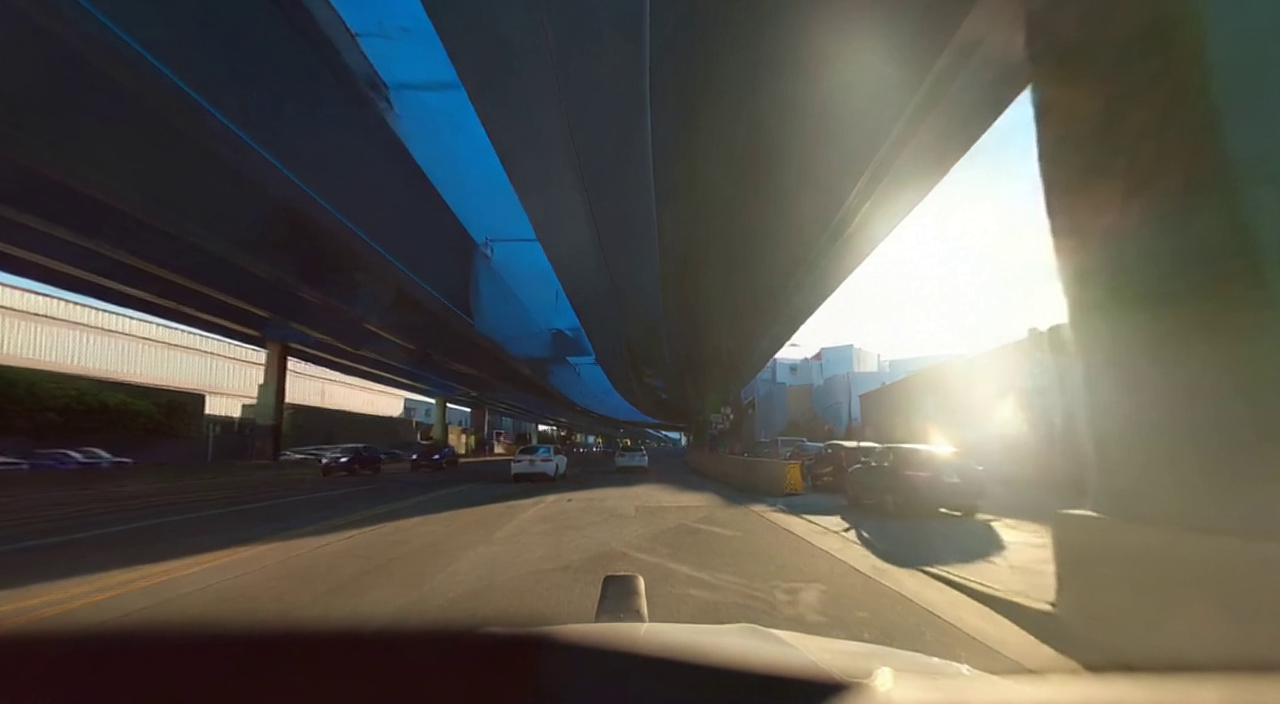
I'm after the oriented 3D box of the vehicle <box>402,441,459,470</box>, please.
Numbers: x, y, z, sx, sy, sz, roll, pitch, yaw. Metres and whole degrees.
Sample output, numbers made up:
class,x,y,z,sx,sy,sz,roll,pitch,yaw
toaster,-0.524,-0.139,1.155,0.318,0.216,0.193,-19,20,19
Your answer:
class,x,y,z,sx,sy,sz,roll,pitch,yaw
vehicle,-13.878,6.866,42.137,2.069,1.728,4.567,0,-8,2

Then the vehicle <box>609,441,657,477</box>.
class,x,y,z,sx,sy,sz,roll,pitch,yaw
vehicle,-0.329,5.087,30.352,2.155,1.571,3.734,1,-8,0

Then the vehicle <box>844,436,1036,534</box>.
class,x,y,z,sx,sy,sz,roll,pitch,yaw
vehicle,5.805,2.594,12.881,2.023,1.627,3.971,1,-9,1

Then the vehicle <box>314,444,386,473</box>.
class,x,y,z,sx,sy,sz,roll,pitch,yaw
vehicle,-17.397,6.383,38.168,2.056,1.643,4.362,0,-8,3

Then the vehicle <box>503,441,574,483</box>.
class,x,y,z,sx,sy,sz,roll,pitch,yaw
vehicle,-4.003,4.412,25.722,2.024,1.533,4.549,0,-8,2
